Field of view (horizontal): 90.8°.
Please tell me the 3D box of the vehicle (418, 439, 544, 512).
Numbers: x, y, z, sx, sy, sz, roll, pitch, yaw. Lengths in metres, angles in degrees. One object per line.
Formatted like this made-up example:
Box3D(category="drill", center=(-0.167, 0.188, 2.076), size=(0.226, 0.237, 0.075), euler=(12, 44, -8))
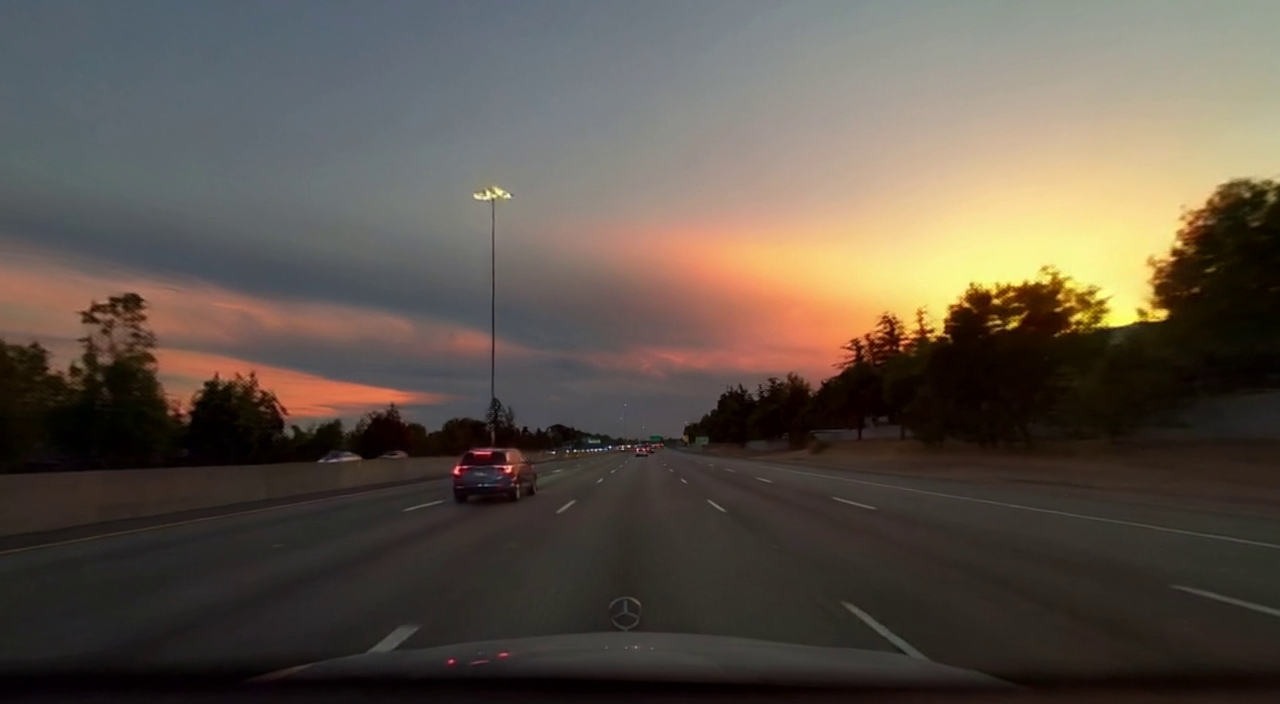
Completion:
Box3D(category="vehicle", center=(-3.688, 2.950, 15.513), size=(1.979, 1.521, 4.147), euler=(0, -9, 1))
